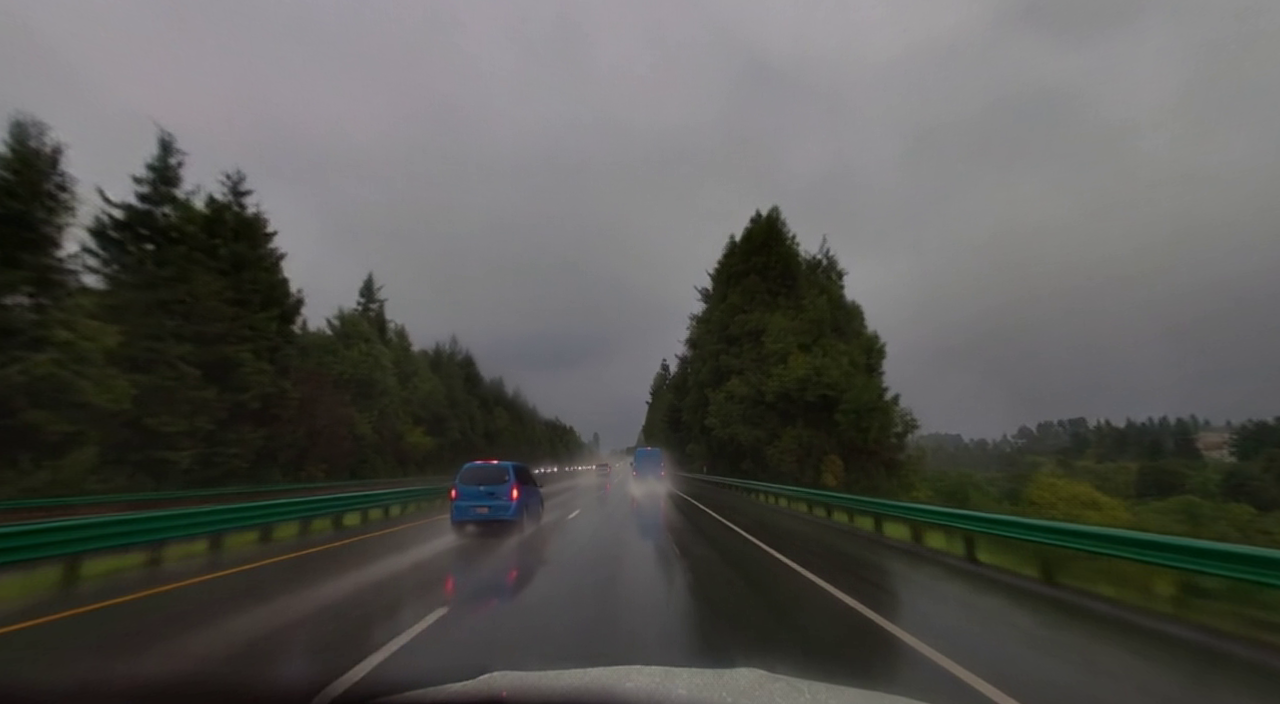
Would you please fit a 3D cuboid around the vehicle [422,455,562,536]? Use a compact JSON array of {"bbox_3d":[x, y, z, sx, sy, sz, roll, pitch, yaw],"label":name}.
[{"bbox_3d":[-3.090,3.134,14.217,2.038,1.490,4.391,1,-10,1],"label":"vehicle"}]
